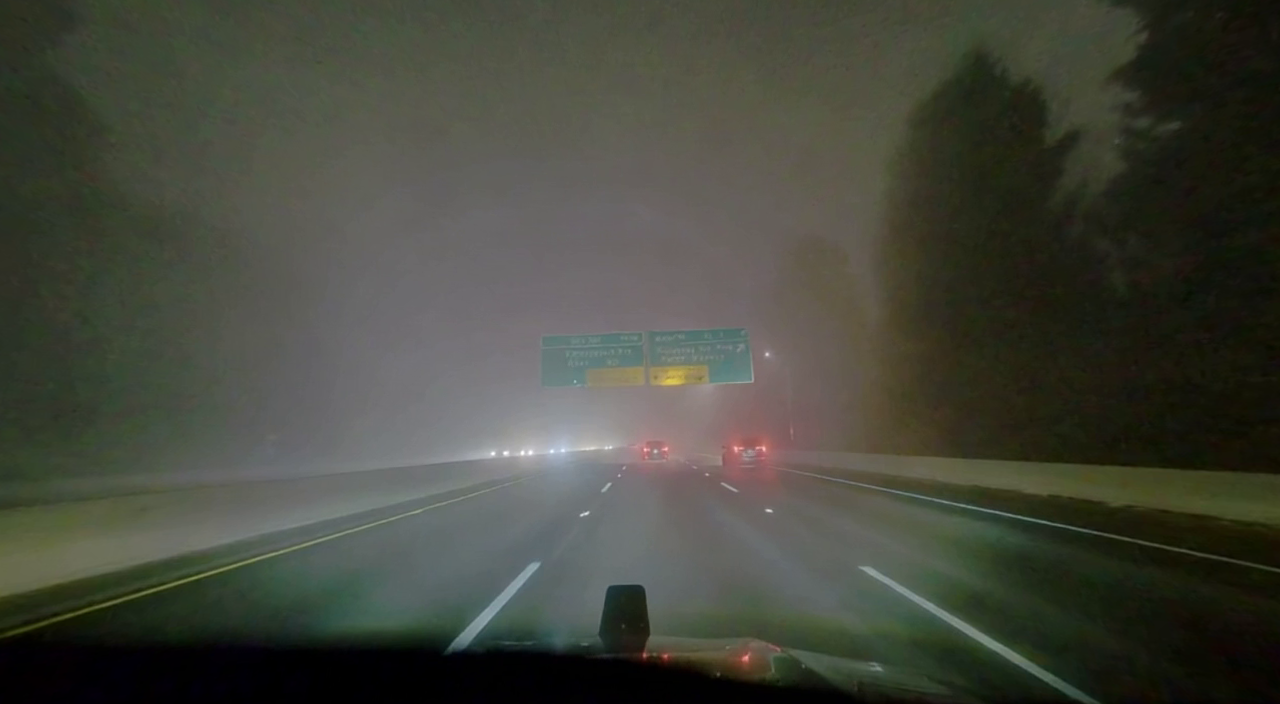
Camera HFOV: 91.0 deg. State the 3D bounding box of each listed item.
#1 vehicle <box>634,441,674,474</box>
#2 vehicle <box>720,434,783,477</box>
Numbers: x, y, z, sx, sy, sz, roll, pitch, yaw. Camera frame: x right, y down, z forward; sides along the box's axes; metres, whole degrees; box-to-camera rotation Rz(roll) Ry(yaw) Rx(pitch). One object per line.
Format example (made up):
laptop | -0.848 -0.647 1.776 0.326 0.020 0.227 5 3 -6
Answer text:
vehicle | 0.615 4.725 28.424 1.683 1.400 3.868 0 -8 1
vehicle | 4.309 4.057 24.941 1.770 1.566 4.282 0 -8 0
